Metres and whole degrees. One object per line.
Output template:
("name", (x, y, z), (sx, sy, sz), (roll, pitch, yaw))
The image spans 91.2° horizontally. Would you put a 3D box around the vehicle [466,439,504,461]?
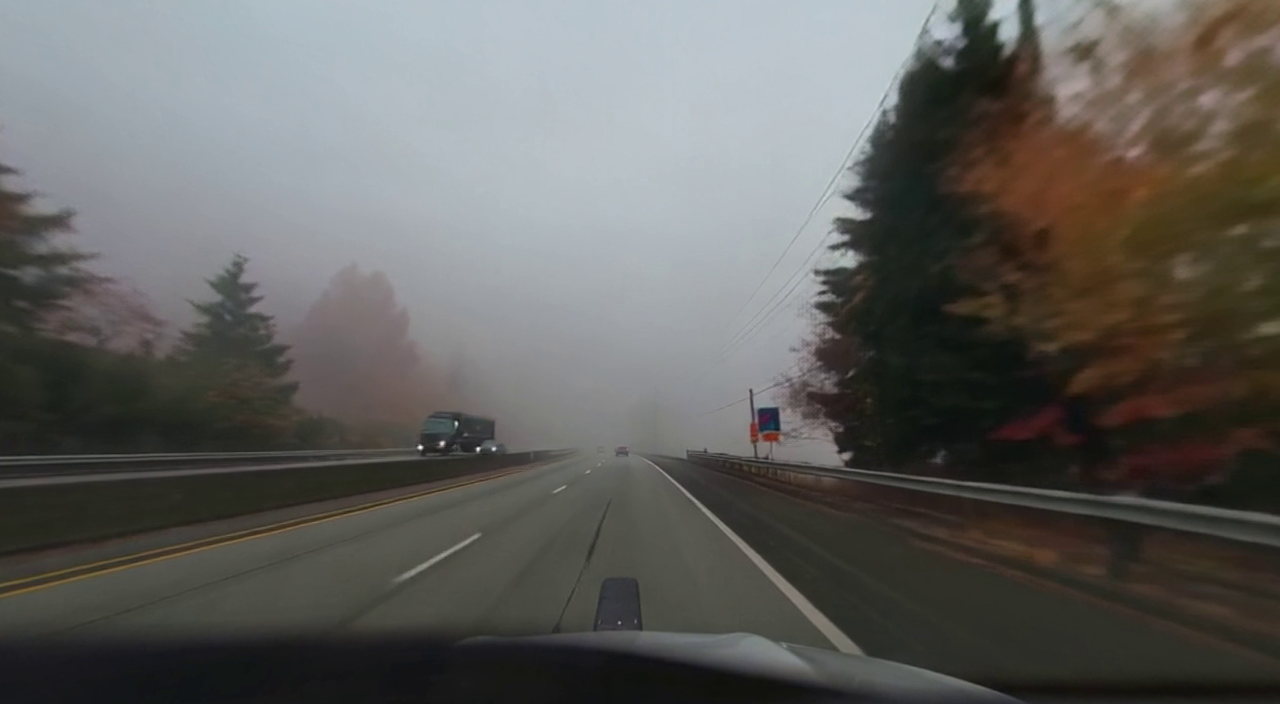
("vehicle", (-12.093, 7.668, 49.013), (1.979, 1.563, 3.902), (0, -9, 0))
